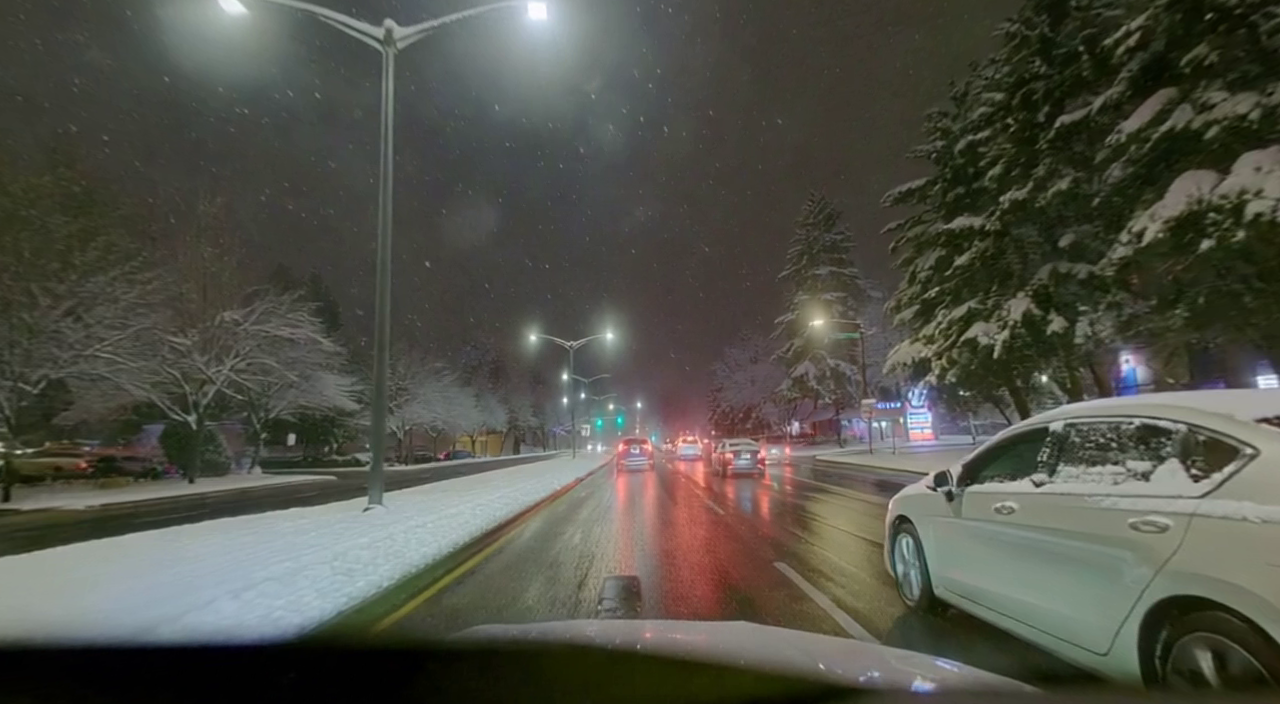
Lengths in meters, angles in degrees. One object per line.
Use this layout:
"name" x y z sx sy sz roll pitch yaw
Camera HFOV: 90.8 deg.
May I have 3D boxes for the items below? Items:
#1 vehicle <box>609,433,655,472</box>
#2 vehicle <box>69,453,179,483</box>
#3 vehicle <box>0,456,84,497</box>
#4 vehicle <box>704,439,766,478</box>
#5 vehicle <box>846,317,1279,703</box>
"vehicle" -0.377 4.939 31.248 2.106 1.798 4.168 0 -8 0
"vehicle" -30.876 6.908 37.882 4.678 1.692 2.118 0 -8 0
"vehicle" -28.476 5.668 28.949 1.973 1.659 4.397 0 -8 -2
"vehicle" 3.775 4.303 25.843 1.883 1.452 4.258 0 -8 0
"vehicle" 2.993 0.959 3.466 2.153 1.658 4.485 0 -8 -1
